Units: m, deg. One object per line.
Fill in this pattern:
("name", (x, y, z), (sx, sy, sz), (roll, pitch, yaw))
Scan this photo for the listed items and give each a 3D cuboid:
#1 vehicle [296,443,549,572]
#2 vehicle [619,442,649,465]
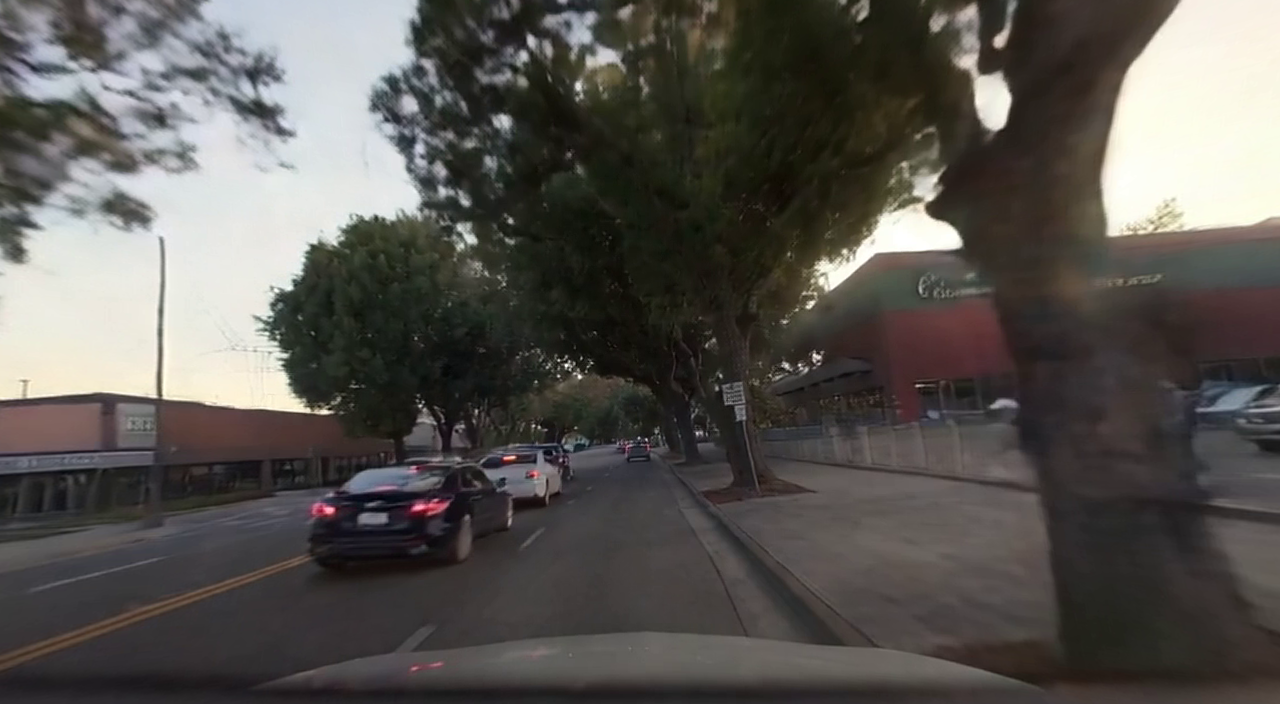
("vehicle", (-2.786, 2.101, 9.444), (2.099, 1.424, 4.609), (0, -8, 1))
("vehicle", (-0.473, 7.077, 44.191), (2.020, 1.478, 3.922), (0, -8, -2))
